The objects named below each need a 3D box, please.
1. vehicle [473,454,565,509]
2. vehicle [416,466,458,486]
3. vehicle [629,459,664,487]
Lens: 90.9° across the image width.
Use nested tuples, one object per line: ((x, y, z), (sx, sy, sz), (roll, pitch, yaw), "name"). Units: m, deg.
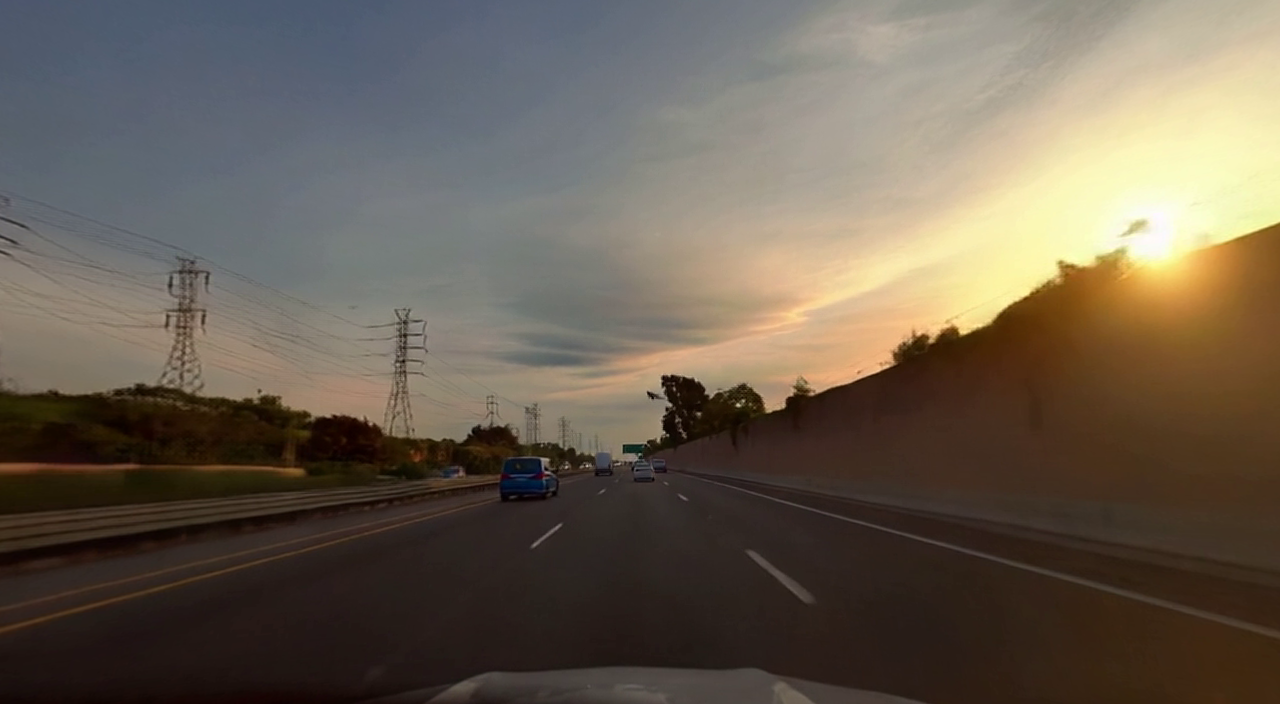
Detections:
((-3.757, 4.139, 20.434), (2.023, 1.541, 4.543), (1, -10, 0), "vehicle")
((-15.400, 9.431, 47.985), (1.793, 1.429, 4.114), (1, -10, -1), "vehicle")
((0.352, 7.298, 38.075), (2.006, 1.554, 3.863), (1, -10, -1), "vehicle")
